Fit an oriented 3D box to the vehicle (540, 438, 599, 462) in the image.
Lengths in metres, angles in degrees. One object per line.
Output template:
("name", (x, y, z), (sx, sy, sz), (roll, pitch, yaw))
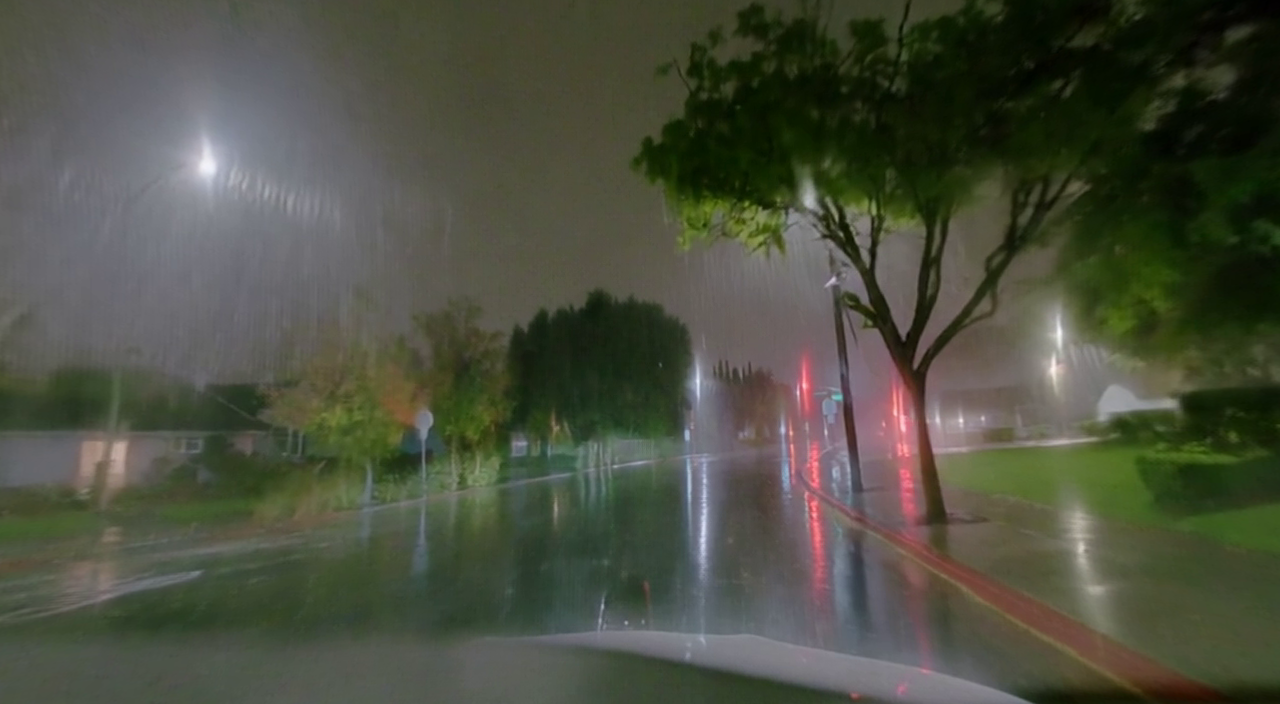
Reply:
("vehicle", (-5.293, 7.360, 47.583), (4.252, 1.681, 1.854), (2, -7, -5))
